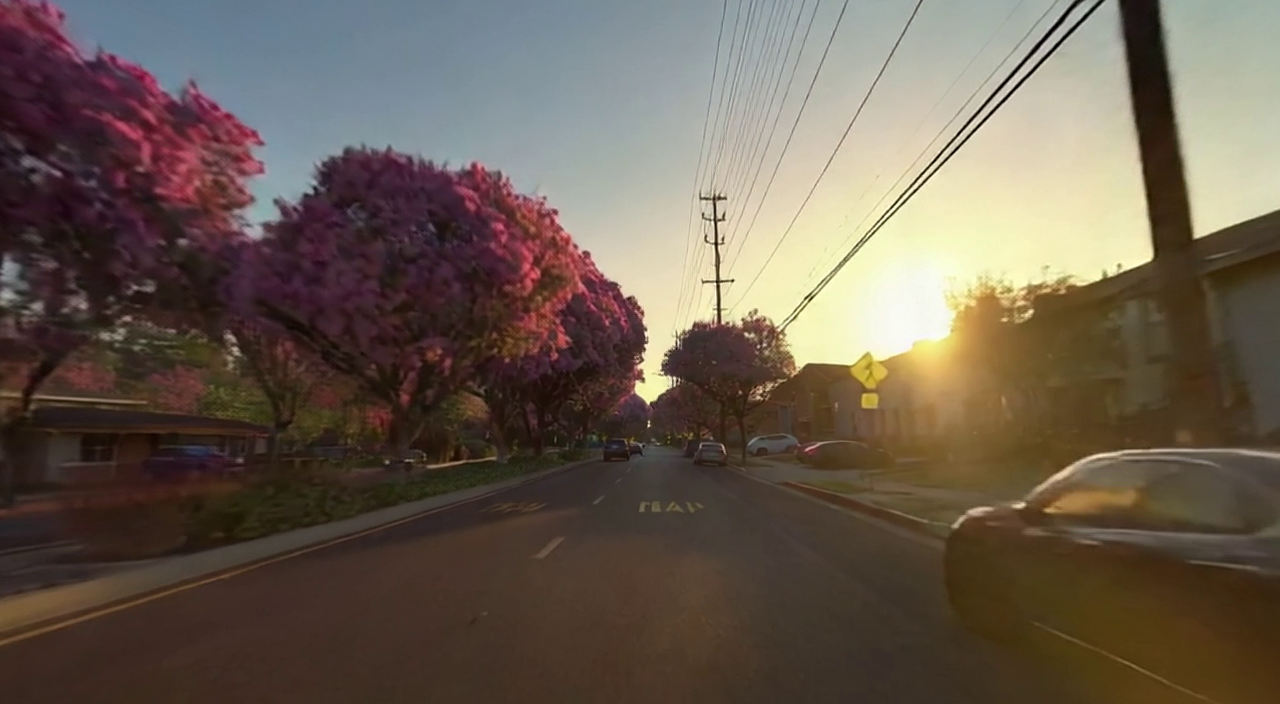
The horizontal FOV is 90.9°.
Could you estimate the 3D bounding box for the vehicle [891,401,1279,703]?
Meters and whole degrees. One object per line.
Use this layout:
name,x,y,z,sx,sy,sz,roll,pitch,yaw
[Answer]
vehicle,3.232,1.094,3.313,2.070,1.496,4.614,0,-8,2

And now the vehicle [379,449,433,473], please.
vehicle,-16.133,7.509,43.735,1.954,1.497,4.613,0,-8,0

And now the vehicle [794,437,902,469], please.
vehicle,9.909,4.845,30.261,4.430,1.480,1.923,0,-8,-2

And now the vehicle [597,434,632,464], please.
vehicle,-1.714,6.722,43.951,2.202,1.961,4.980,0,-8,1

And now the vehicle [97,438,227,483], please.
vehicle,-22.320,5.025,29.775,2.195,1.770,4.957,0,-6,1

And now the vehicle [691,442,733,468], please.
vehicle,4.315,6.217,38.300,2.042,1.465,4.455,0,-8,0
